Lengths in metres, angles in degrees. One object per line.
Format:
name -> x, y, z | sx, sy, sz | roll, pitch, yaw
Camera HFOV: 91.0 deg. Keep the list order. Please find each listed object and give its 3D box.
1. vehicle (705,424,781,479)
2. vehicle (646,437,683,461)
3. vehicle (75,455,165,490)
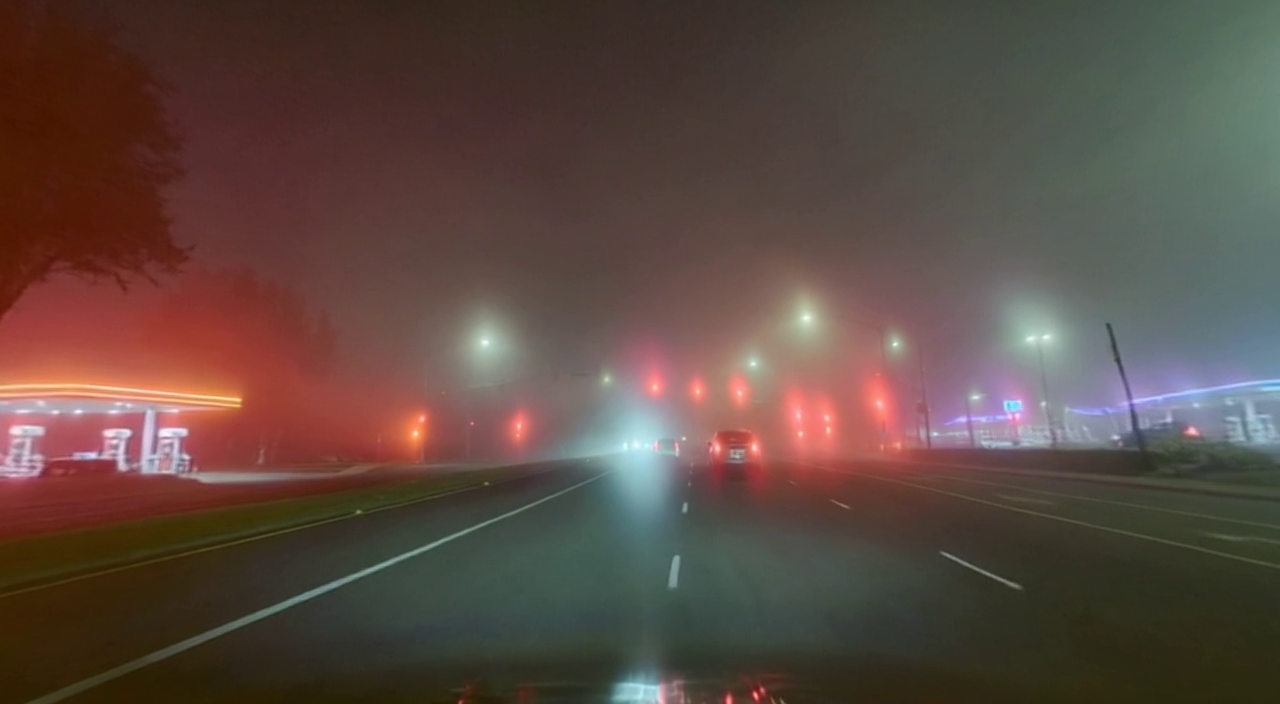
vehicle -> 3.467, 3.458, 22.025 | 2.213, 1.715, 4.242 | -1, -8, 4
vehicle -> 1.666, 6.371, 41.492 | 2.100, 1.469, 3.872 | -1, -8, 6
vehicle -> -24.825, 5.705, 30.005 | 4.538, 1.469, 1.912 | -6, -10, 33
